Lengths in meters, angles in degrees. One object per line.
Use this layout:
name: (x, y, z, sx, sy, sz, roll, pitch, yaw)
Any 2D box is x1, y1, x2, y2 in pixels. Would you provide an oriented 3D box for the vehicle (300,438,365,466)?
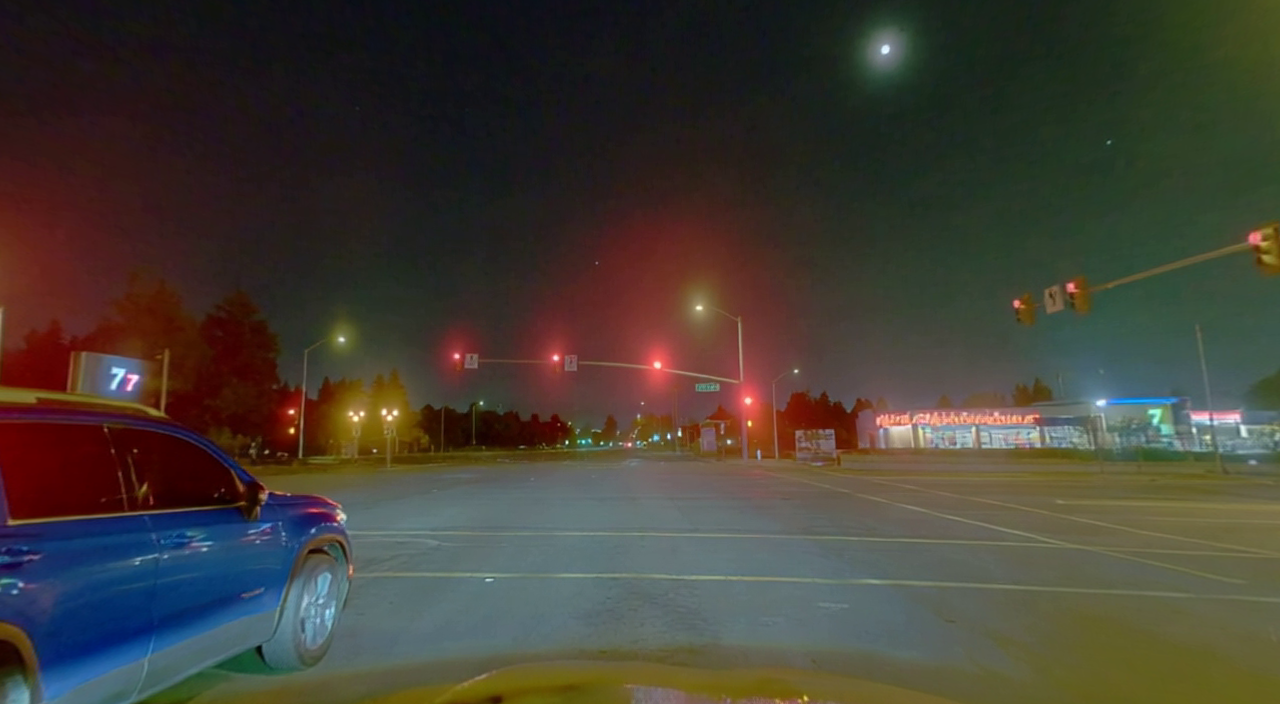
vehicle: (-20.456, 6.683, 42.164, 2.004, 1.699, 4.486, 0, -9, 1)

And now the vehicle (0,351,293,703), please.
vehicle: (-3.428, 0.803, 2.045, 2.053, 1.690, 4.364, 0, -9, 1)
